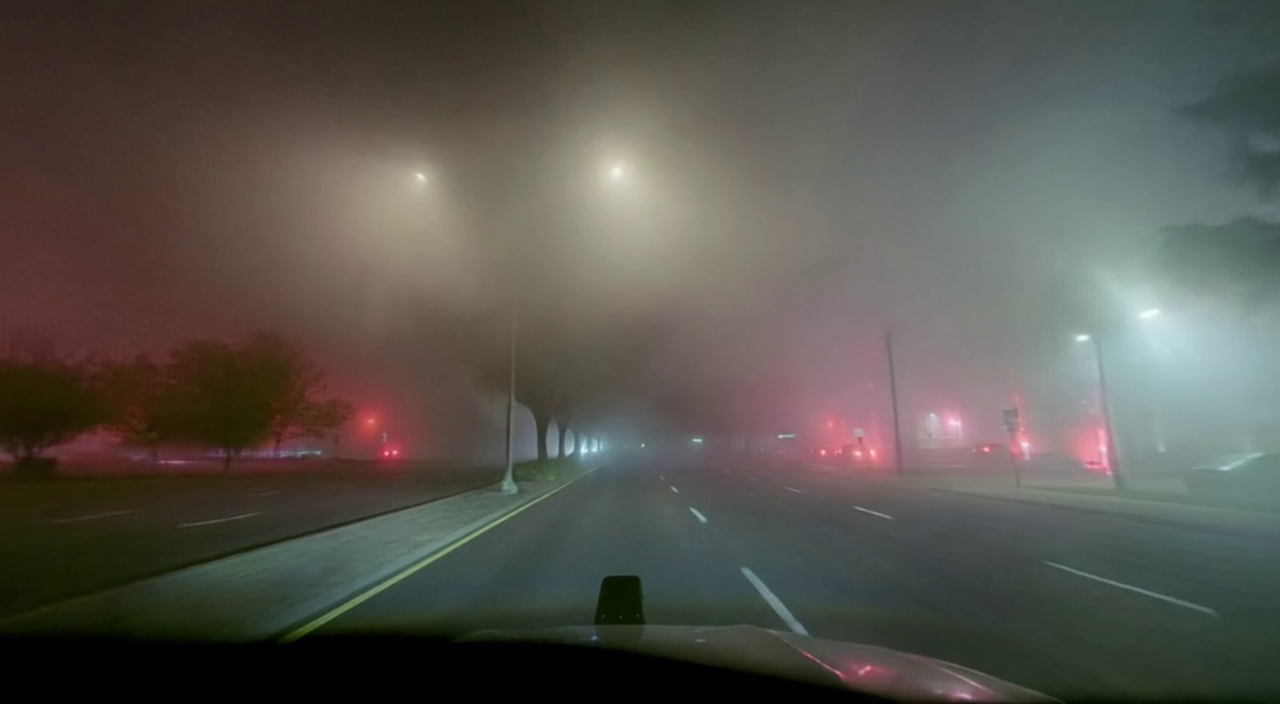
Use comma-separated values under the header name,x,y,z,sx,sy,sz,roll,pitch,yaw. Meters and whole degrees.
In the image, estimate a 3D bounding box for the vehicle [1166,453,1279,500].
name,x,y,z,sx,sy,sz,roll,pitch,yaw
vehicle,20.519,4.080,20.946,4.363,1.427,1.963,0,-9,0

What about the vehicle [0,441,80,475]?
name,x,y,z,sx,sy,sz,roll,pitch,yaw
vehicle,-29.890,5.015,29.965,4.693,1.572,1.999,0,-9,0
